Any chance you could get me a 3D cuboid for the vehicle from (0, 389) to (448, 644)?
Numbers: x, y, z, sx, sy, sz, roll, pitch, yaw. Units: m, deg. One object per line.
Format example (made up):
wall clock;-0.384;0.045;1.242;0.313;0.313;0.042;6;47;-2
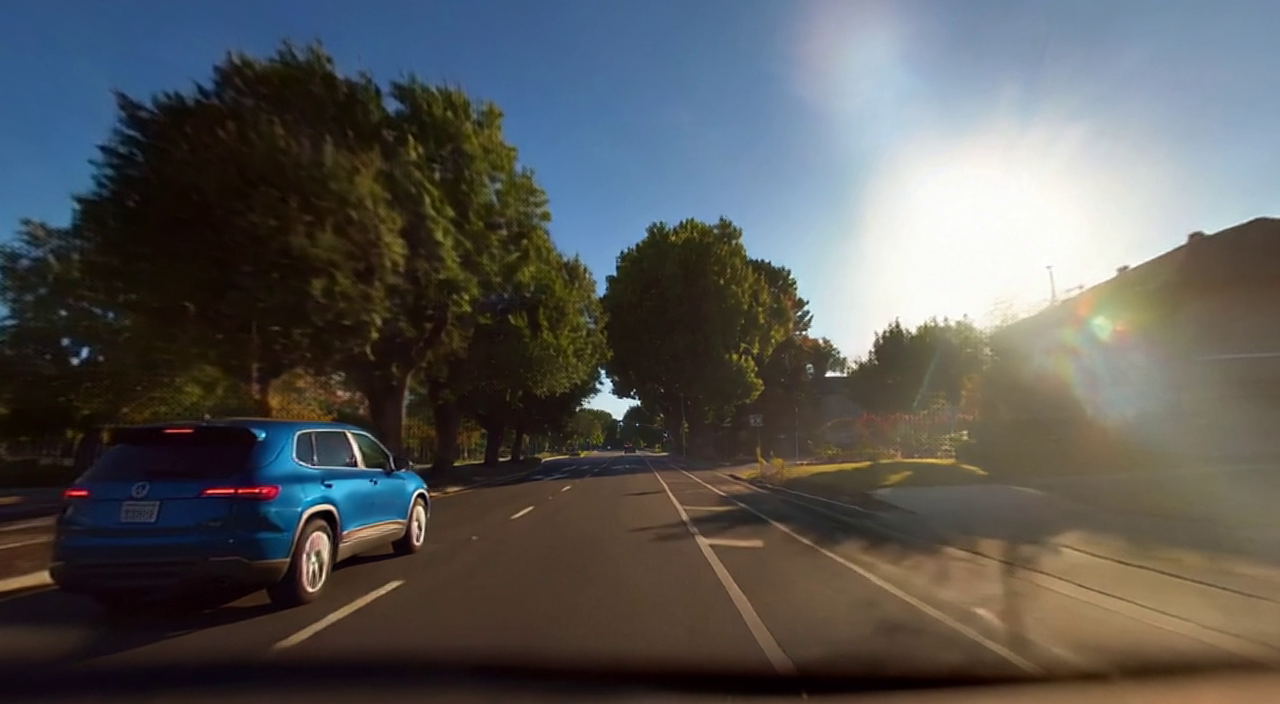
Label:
vehicle;-3.759;1.448;6.558;2.121;1.724;4.392;0;-9;0
